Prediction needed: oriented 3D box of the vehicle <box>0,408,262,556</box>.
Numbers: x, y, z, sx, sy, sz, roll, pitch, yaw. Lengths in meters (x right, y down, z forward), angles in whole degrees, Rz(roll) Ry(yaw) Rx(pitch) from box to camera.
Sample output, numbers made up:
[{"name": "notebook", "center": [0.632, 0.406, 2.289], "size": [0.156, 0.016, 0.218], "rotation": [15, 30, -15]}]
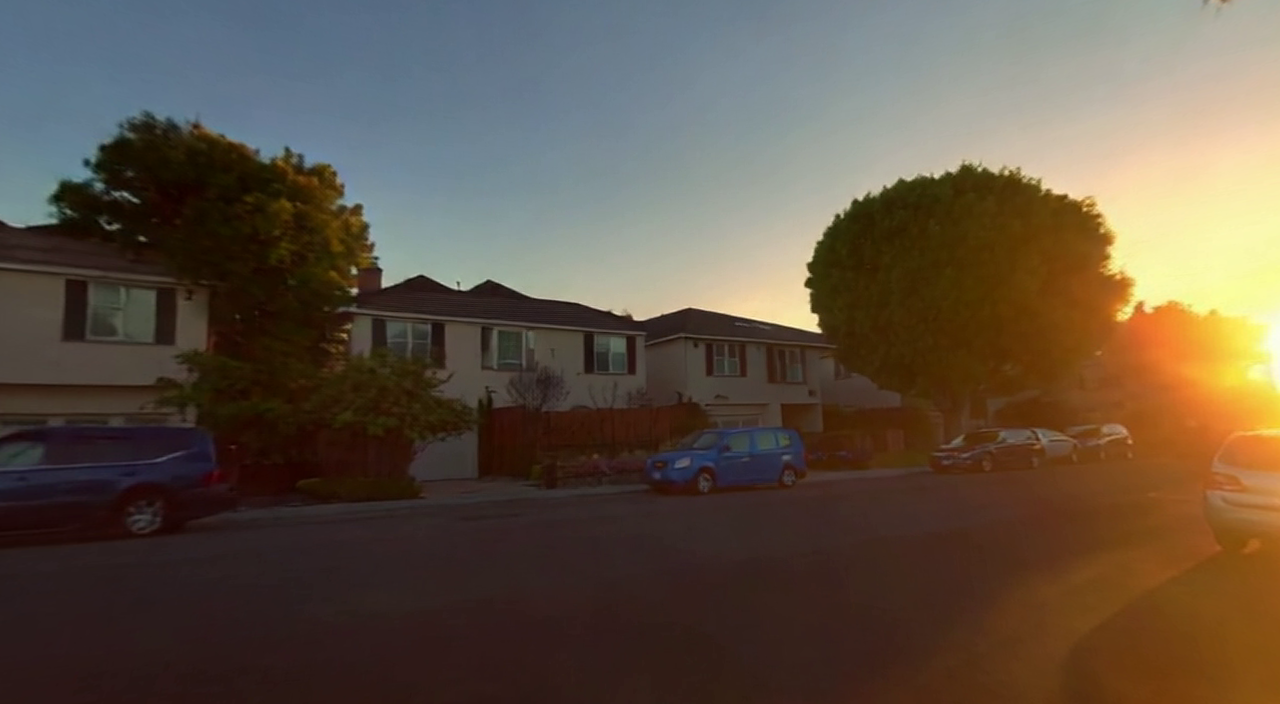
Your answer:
[{"name": "vehicle", "center": [-7.006, 1.487, 7.659], "size": [3.746, 1.518, 1.845], "rotation": [8, -8, -40]}]

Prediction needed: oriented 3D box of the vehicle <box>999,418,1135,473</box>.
[{"name": "vehicle", "center": [14.756, 3.199, 21.719], "size": [4.428, 1.670, 1.872], "rotation": [3, -12, -29]}]

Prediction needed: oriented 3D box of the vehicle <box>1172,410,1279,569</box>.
[{"name": "vehicle", "center": [8.008, 1.440, 6.982], "size": [4.226, 1.507, 2.008], "rotation": [5, -9, -34]}]

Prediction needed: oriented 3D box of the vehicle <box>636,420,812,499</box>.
[{"name": "vehicle", "center": [1.890, 2.308, 13.952], "size": [3.513, 1.507, 1.798], "rotation": [5, -8, -33]}]

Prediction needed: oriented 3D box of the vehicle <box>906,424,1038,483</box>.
[{"name": "vehicle", "center": [9.962, 2.956, 18.837], "size": [3.785, 1.488, 1.828], "rotation": [3, -6, -34]}]
